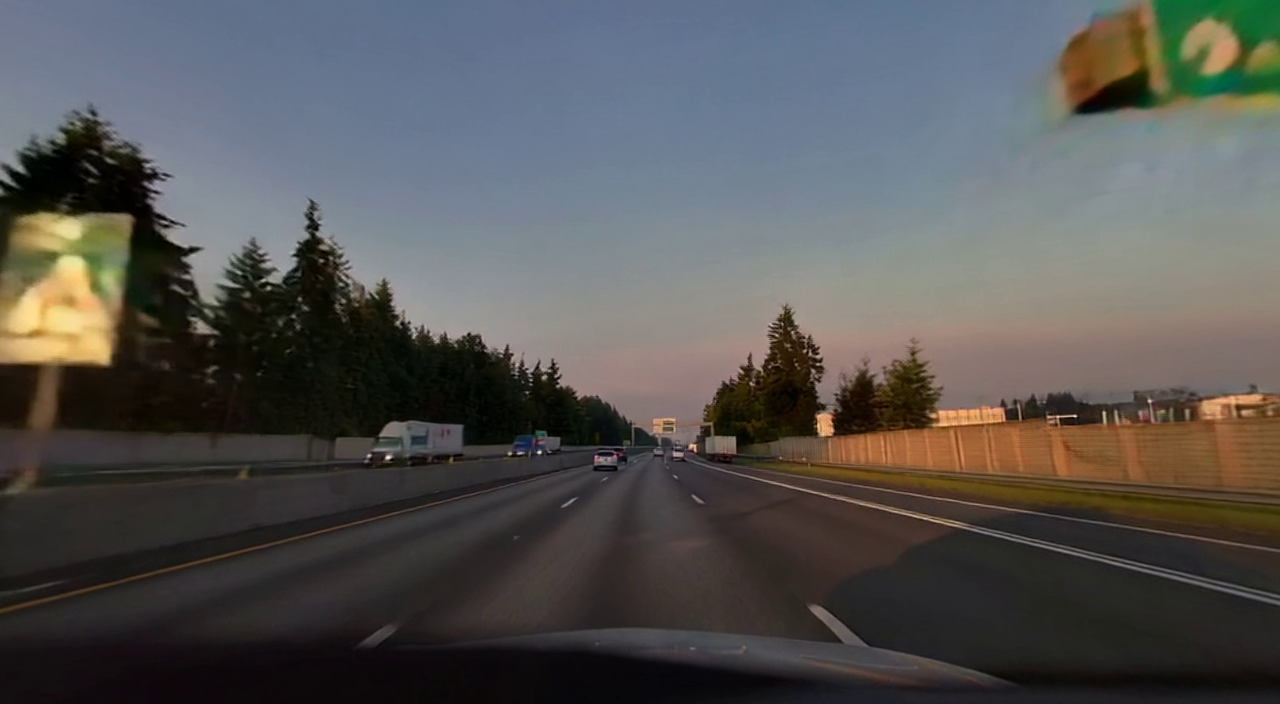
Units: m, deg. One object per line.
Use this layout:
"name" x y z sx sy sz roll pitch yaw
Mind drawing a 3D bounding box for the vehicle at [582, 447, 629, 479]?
"vehicle" -1.680 5.587 31.997 2.035 1.513 4.272 0 -9 1
